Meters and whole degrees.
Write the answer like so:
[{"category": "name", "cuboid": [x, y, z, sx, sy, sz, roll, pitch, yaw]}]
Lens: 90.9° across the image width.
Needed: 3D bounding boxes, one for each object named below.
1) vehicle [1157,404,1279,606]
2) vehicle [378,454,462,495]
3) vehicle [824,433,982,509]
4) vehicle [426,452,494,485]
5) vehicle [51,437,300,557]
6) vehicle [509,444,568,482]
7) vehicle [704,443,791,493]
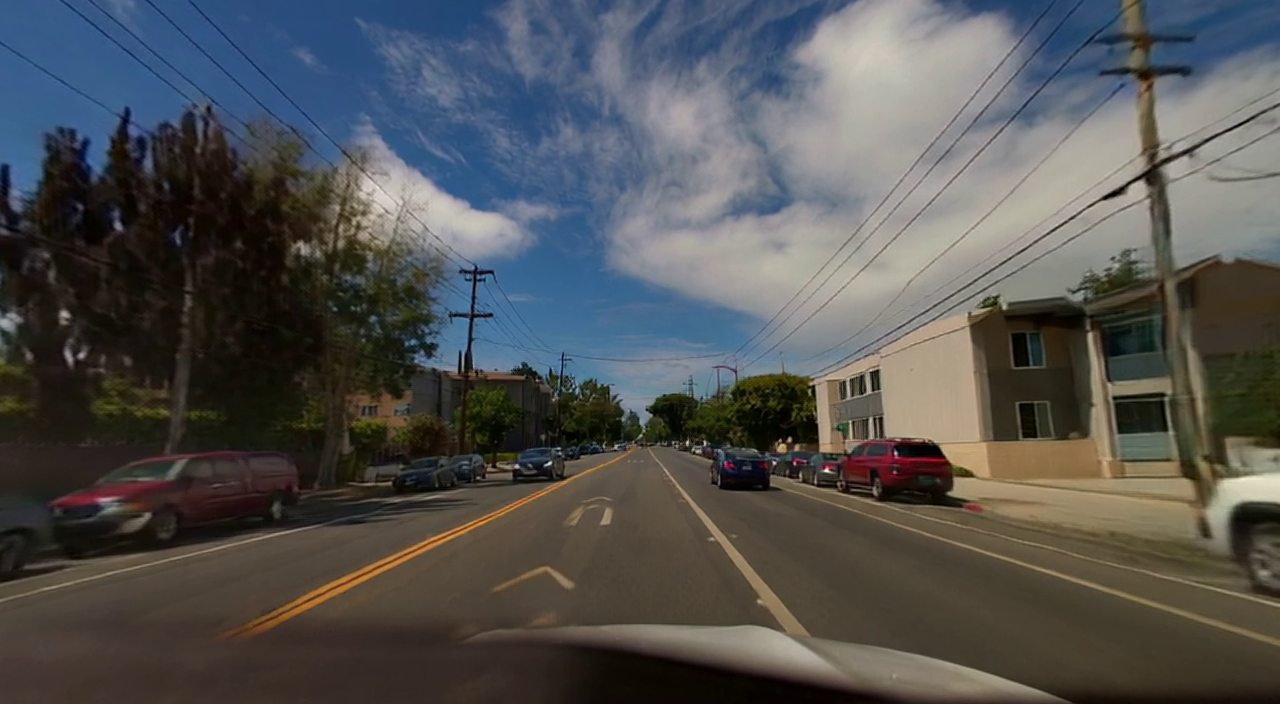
[{"category": "vehicle", "cuboid": [7.643, 1.313, 4.881, 2.380, 2.030, 5.861, -1, -9, 1]}, {"category": "vehicle", "cuboid": [-9.355, 5.220, 27.214, 1.944, 1.524, 4.404, -1, -8, 1]}, {"category": "vehicle", "cuboid": [7.725, 3.555, 19.473, 2.250, 1.935, 6.052, 0, -8, 0]}, {"category": "vehicle", "cuboid": [-9.179, 5.969, 32.592, 2.117, 1.474, 4.740, -1, -8, 0]}, {"category": "vehicle", "cuboid": [-9.480, 2.916, 13.503, 1.981, 1.975, 4.534, -3, -8, -2]}, {"category": "vehicle", "cuboid": [-4.661, 5.163, 29.666, 2.010, 1.588, 4.186, -1, -8, 1]}, {"category": "vehicle", "cuboid": [3.550, 3.933, 21.804, 2.059, 1.489, 4.629, 0, -9, -1]}]
